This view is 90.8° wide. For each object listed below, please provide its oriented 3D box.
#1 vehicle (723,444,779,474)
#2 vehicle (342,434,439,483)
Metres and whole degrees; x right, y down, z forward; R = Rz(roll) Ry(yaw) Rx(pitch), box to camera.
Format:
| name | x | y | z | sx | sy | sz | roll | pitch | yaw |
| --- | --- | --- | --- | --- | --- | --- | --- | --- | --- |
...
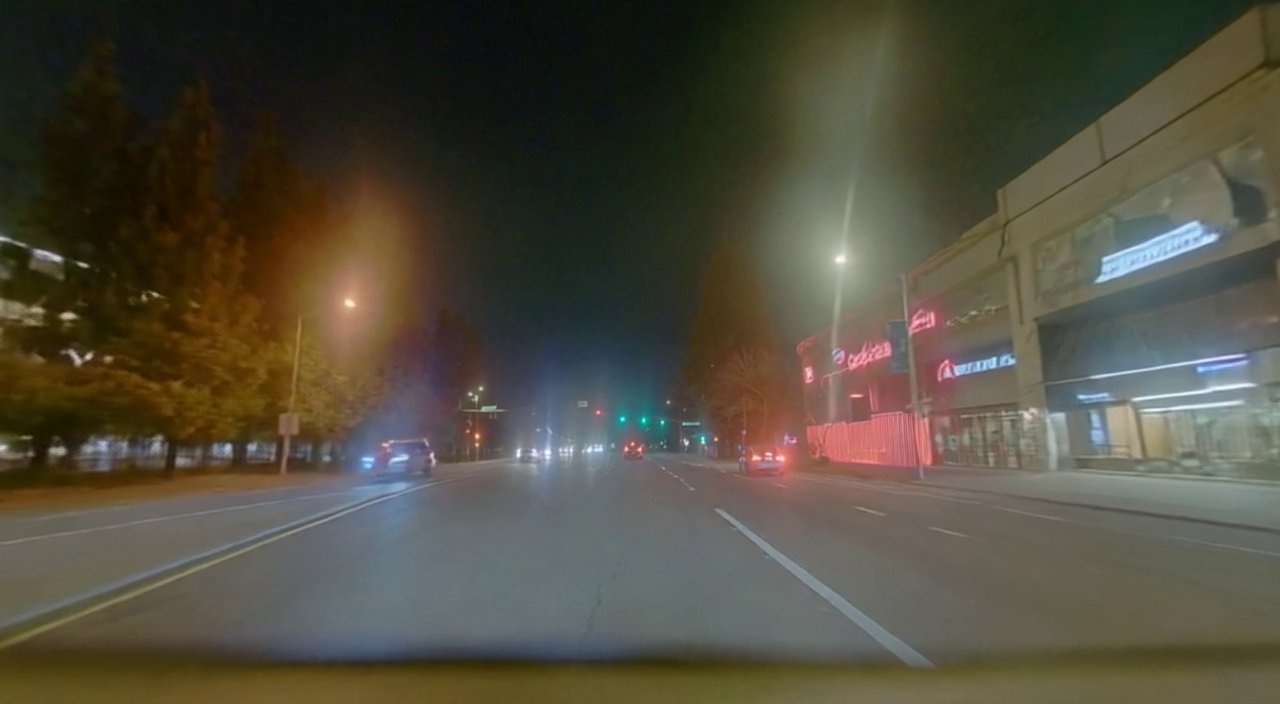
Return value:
| name | x | y | z | sx | sy | sz | roll | pitch | yaw |
| --- | --- | --- | --- | --- | --- | --- | --- | --- | --- |
| vehicle | 5.871 | 5.684 | 33.865 | 2.024 | 1.475 | 4.600 | 0 | -9 | -2 |
| vehicle | -9.566 | 4.107 | 24.649 | 2.067 | 1.712 | 4.489 | 0 | -9 | -2 |
